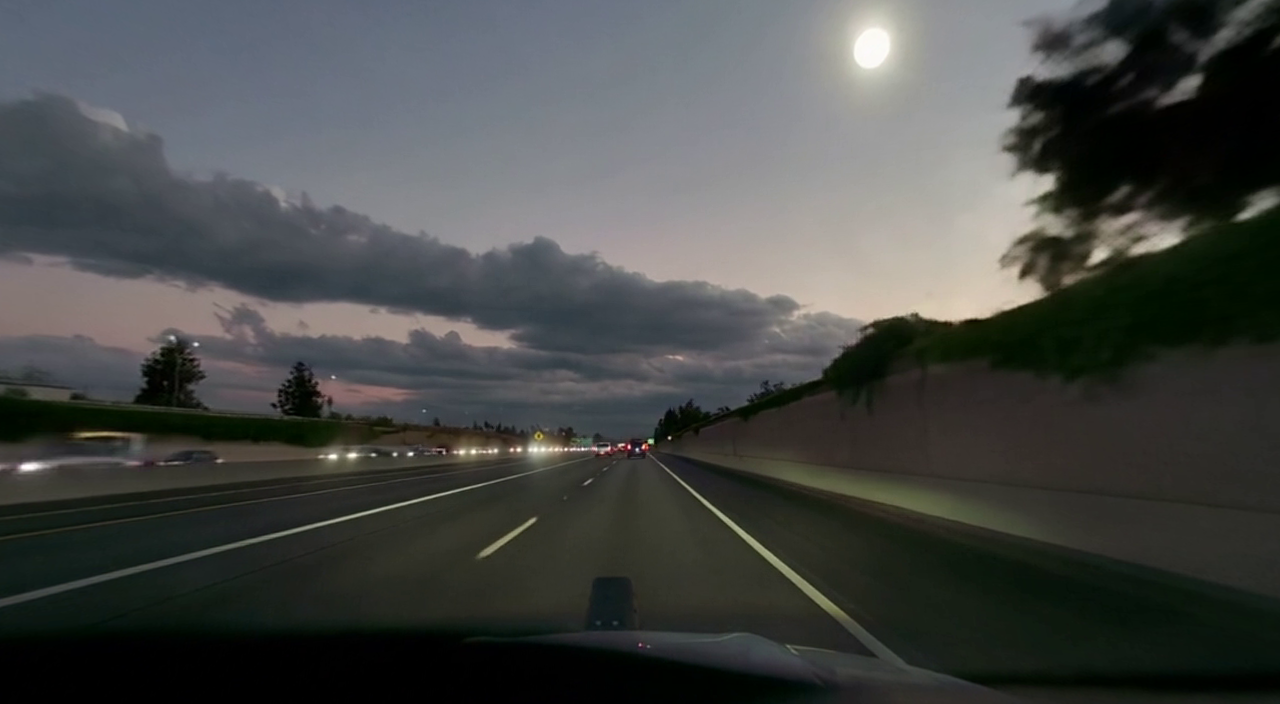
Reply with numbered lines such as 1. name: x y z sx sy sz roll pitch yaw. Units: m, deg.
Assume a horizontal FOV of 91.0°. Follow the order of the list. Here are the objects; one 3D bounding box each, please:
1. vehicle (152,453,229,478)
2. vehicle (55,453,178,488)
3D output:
1. vehicle: -29.908 7.565 42.119 1.835 1.532 4.481 0 -9 0
2. vehicle: -26.033 5.882 31.561 2.033 1.555 4.737 0 -9 1
